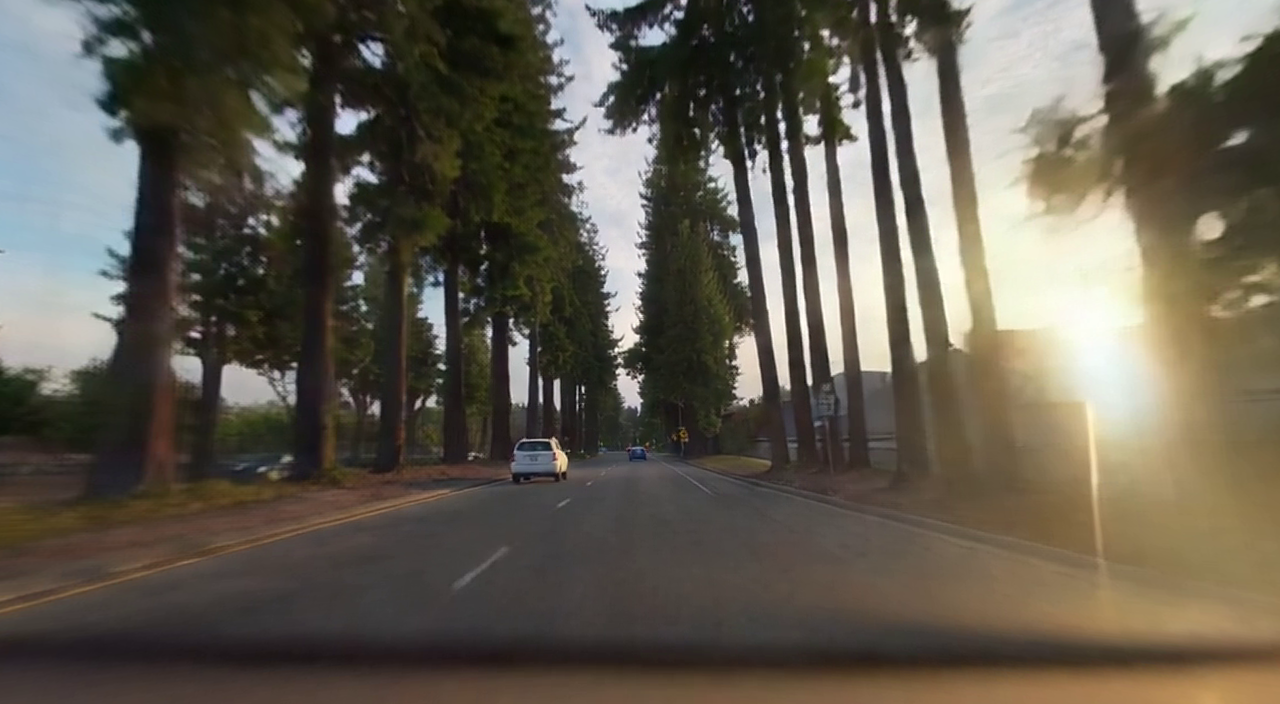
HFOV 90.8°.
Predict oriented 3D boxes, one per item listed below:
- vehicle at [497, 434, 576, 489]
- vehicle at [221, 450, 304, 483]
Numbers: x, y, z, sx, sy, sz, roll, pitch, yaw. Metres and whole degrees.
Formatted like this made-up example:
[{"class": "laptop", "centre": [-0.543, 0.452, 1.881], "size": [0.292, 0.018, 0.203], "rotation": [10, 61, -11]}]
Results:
[{"class": "vehicle", "centre": [-3.602, 3.886, 22.742], "size": [2.078, 1.748, 4.279], "rotation": [0, -8, 0]}, {"class": "vehicle", "centre": [-21.240, 6.442, 35.795], "size": [1.897, 1.690, 4.492], "rotation": [0, -8, 0]}]
